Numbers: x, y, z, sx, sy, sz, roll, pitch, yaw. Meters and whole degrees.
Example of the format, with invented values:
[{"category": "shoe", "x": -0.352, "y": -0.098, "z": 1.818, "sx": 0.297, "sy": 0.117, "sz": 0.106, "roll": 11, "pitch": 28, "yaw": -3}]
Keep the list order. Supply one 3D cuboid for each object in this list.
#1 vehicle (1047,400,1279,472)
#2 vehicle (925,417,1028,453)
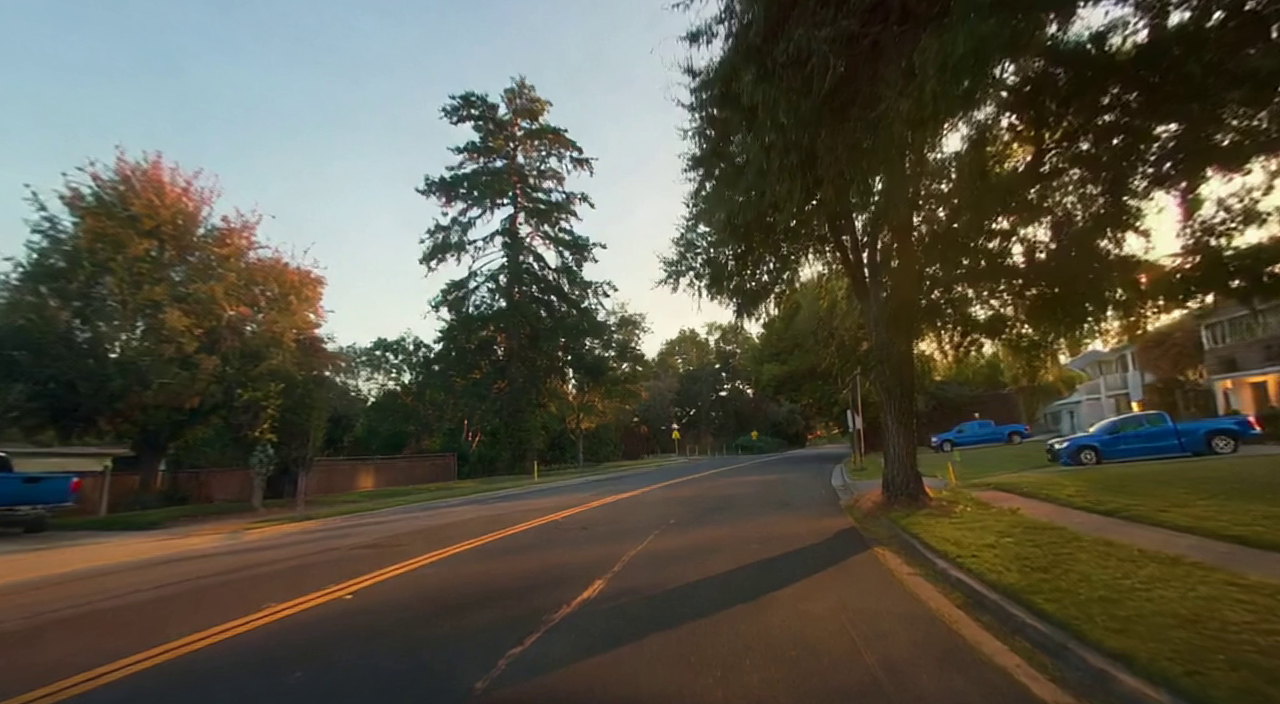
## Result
[{"category": "vehicle", "x": 14.324, "y": 2.384, "z": 17.448, "sx": 4.644, "sy": 1.441, "sz": 2.074, "roll": -9, "pitch": -11, "yaw": 21}, {"category": "vehicle", "x": 22.315, "y": 5.600, "z": 42.046, "sx": 5.704, "sy": 1.788, "sz": 2.095, "roll": -9, "pitch": -14, "yaw": 24}]
